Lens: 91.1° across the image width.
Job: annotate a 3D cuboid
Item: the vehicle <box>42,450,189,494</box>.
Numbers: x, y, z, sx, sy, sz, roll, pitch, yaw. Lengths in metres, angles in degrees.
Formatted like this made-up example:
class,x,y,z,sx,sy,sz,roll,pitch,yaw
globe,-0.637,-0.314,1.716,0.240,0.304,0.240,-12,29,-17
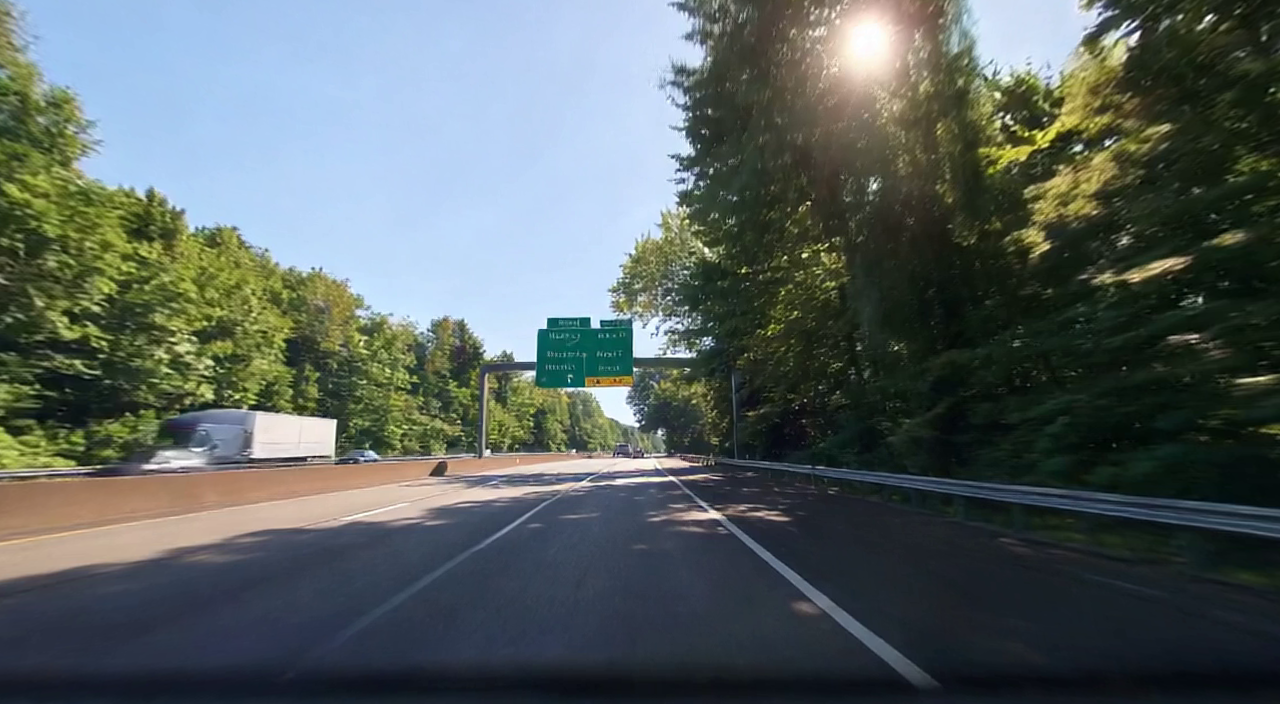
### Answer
class,x,y,z,sx,sy,sz,roll,pitch,yaw
vehicle,-20.208,4.604,24.540,1.815,1.487,4.560,0,-9,0

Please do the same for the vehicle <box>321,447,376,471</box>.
class,x,y,z,sx,sy,sz,roll,pitch,yaw
vehicle,-20.291,7.457,43.987,1.872,1.573,4.165,0,-9,0

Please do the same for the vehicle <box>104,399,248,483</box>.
class,x,y,z,sx,sy,sz,roll,pitch,yaw
vehicle,-24.286,4.766,33.383,2.911,4.004,5.906,-1,-9,0
